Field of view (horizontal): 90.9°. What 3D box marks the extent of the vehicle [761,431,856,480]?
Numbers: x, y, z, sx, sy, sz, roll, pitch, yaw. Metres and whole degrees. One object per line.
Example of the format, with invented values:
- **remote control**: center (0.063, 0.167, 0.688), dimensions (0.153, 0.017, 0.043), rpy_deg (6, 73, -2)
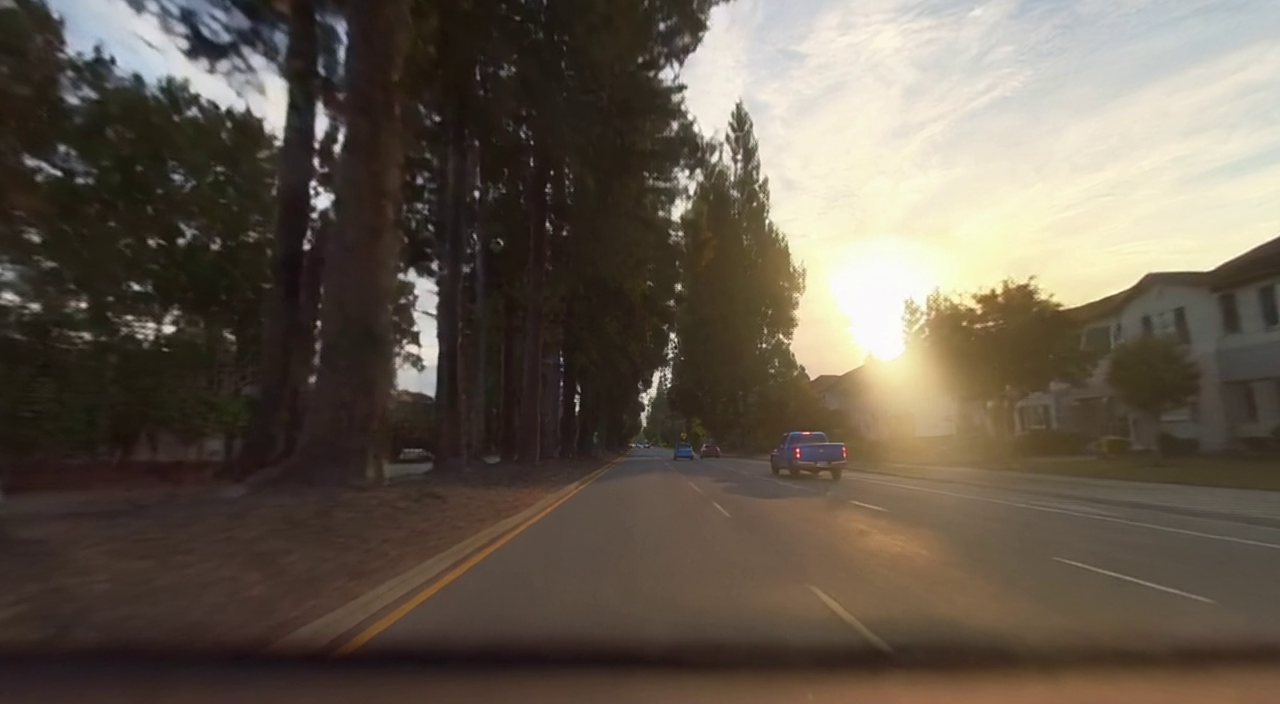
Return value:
- **vehicle**: center (6.636, 4.152, 25.655), dimensions (2.262, 1.769, 5.666), rpy_deg (0, -8, -1)
